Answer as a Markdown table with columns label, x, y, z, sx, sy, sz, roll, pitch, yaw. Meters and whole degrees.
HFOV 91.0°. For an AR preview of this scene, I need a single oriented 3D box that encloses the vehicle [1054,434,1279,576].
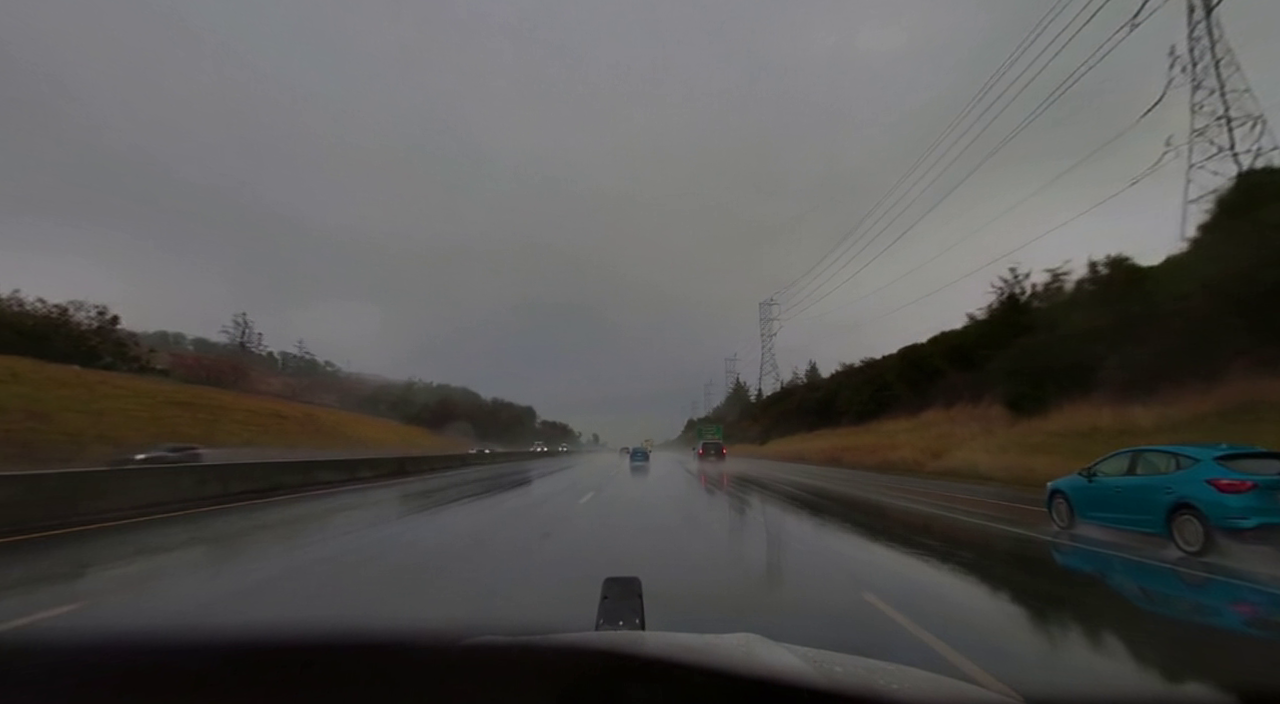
| label | x | y | z | sx | sy | sz | roll | pitch | yaw |
| --- | --- | --- | --- | --- | --- | --- | --- | --- | --- |
| vehicle | 8.047 | 1.892 | 8.273 | 1.970 | 1.545 | 4.818 | 0 | -8 | 1 |

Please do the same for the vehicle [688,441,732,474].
| label | x | y | z | sx | sy | sz | roll | pitch | yaw |
| --- | --- | --- | --- | --- | --- | --- | --- | --- | --- |
| vehicle | 4.096 | 6.210 | 37.414 | 2.159 | 1.782 | 4.673 | 0 | -8 | 1 |
